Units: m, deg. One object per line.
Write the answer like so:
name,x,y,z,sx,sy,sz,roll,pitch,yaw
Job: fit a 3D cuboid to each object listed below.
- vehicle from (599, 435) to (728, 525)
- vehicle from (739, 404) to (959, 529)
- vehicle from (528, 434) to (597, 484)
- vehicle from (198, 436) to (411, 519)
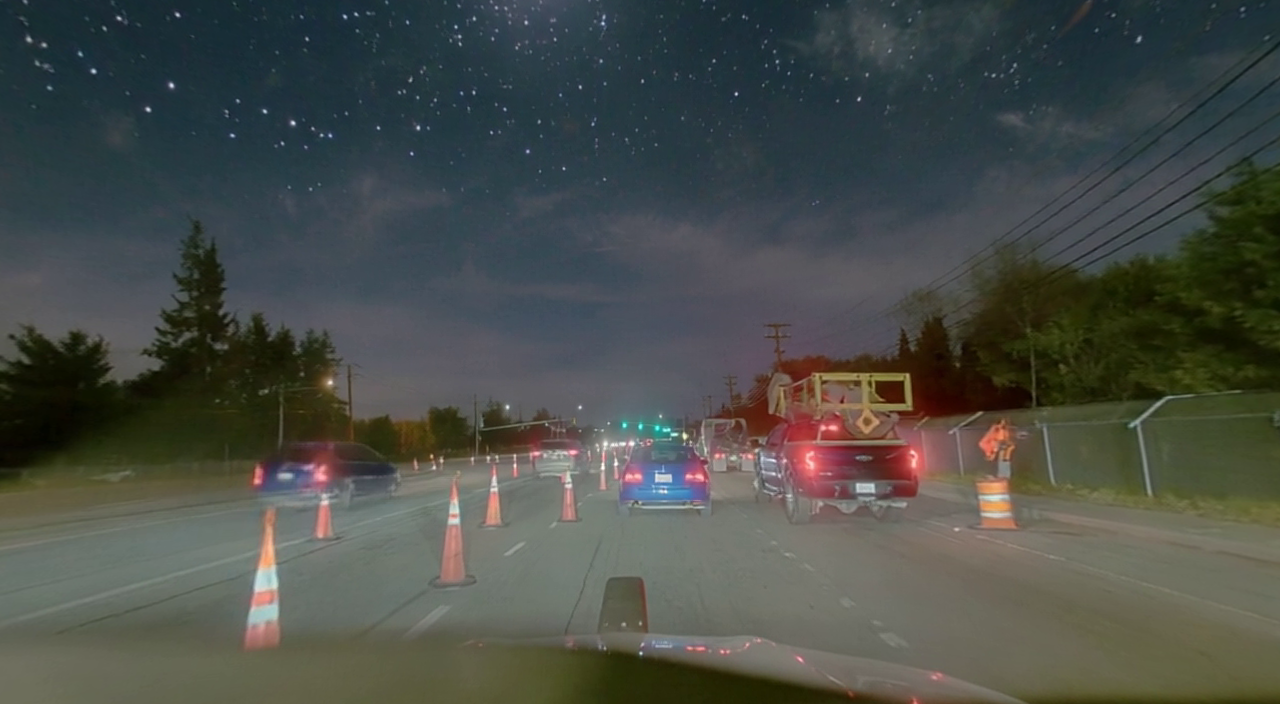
vehicle,0.418,2.440,12.656,2.128,1.473,4.272,0,-8,1
vehicle,3.908,2.333,13.479,2.555,2.017,6.201,0,-8,0
vehicle,-2.867,4.055,24.184,1.989,1.729,4.184,0,-8,2
vehicle,-7.041,2.668,14.026,2.018,1.490,4.926,0,-8,0
